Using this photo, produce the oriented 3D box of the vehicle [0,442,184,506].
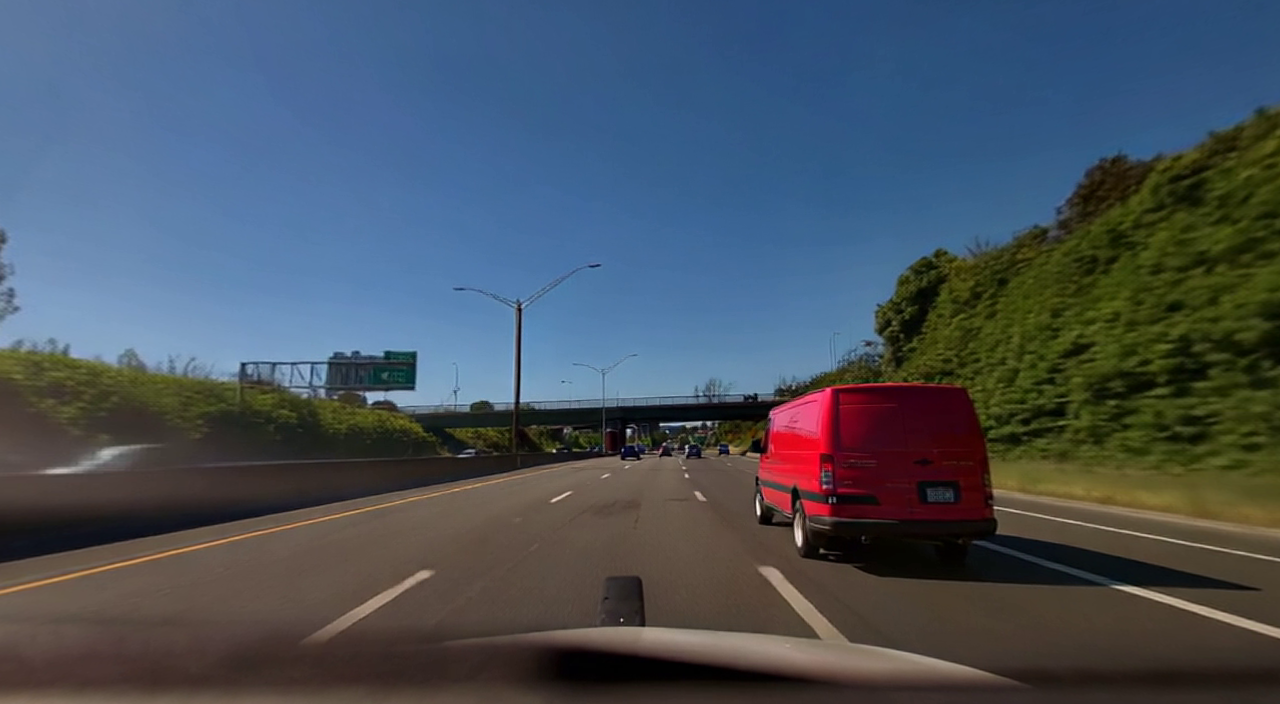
[{"bbox_3d":[-16.584,3.538,18.916,2.086,1.630,4.882,0,-9,1],"label":"vehicle"}]
